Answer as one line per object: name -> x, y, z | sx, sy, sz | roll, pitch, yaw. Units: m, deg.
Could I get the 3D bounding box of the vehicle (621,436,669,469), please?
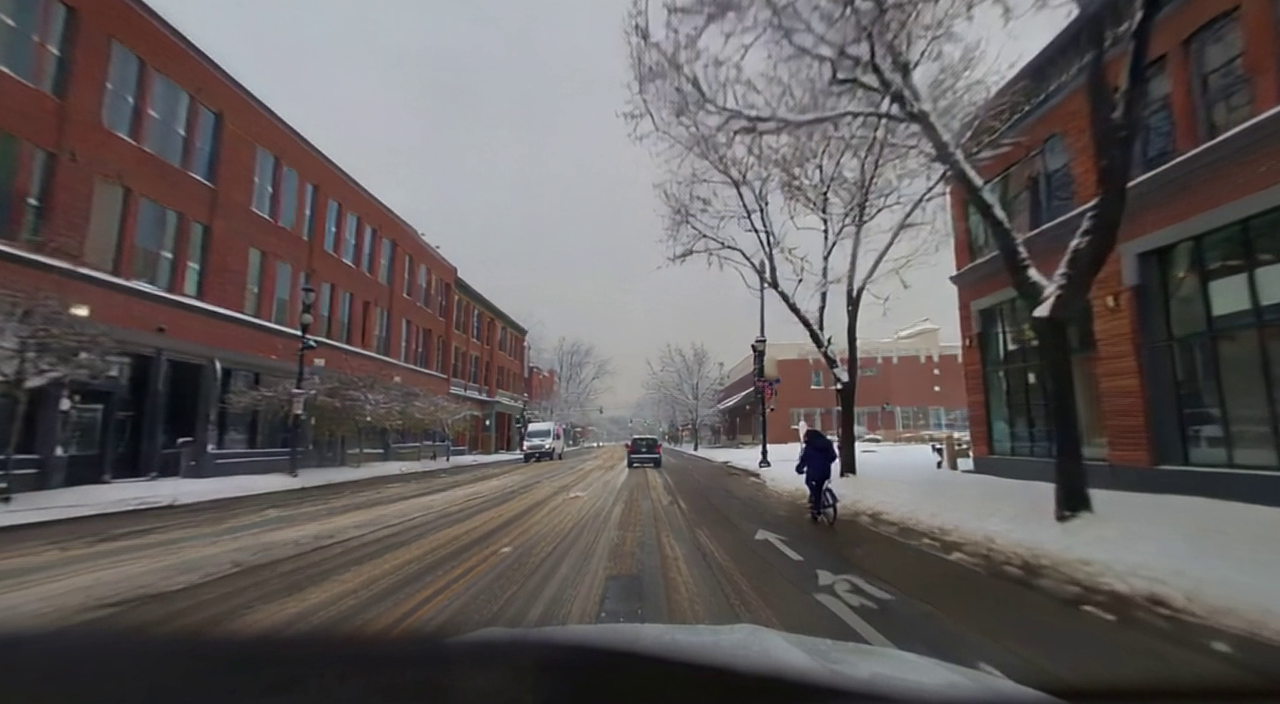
vehicle -> 0.300, 5.220, 32.935 | 2.356, 1.572, 4.810 | 0, -8, 1

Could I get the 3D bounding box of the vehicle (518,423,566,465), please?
vehicle -> -6.599, 6.245, 43.059 | 2.418, 2.620, 5.522 | -1, -8, 0
